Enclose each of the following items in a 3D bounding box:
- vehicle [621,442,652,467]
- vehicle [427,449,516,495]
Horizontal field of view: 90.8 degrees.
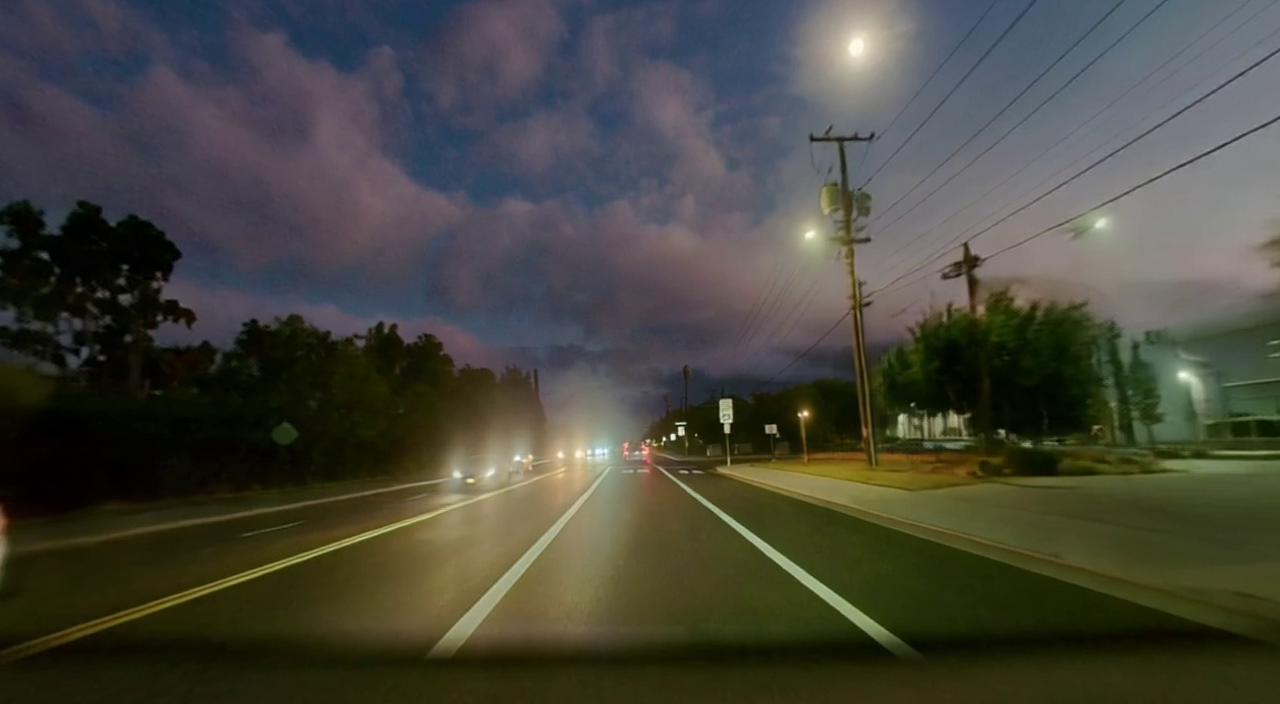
[{"bbox_3d":[-0.327,7.522,46.478,2.163,1.746,4.073,0,-8,-2],"label":"vehicle"},{"bbox_3d":[-5.908,4.245,22.779,2.030,1.445,4.321,-1,-8,0],"label":"vehicle"}]
